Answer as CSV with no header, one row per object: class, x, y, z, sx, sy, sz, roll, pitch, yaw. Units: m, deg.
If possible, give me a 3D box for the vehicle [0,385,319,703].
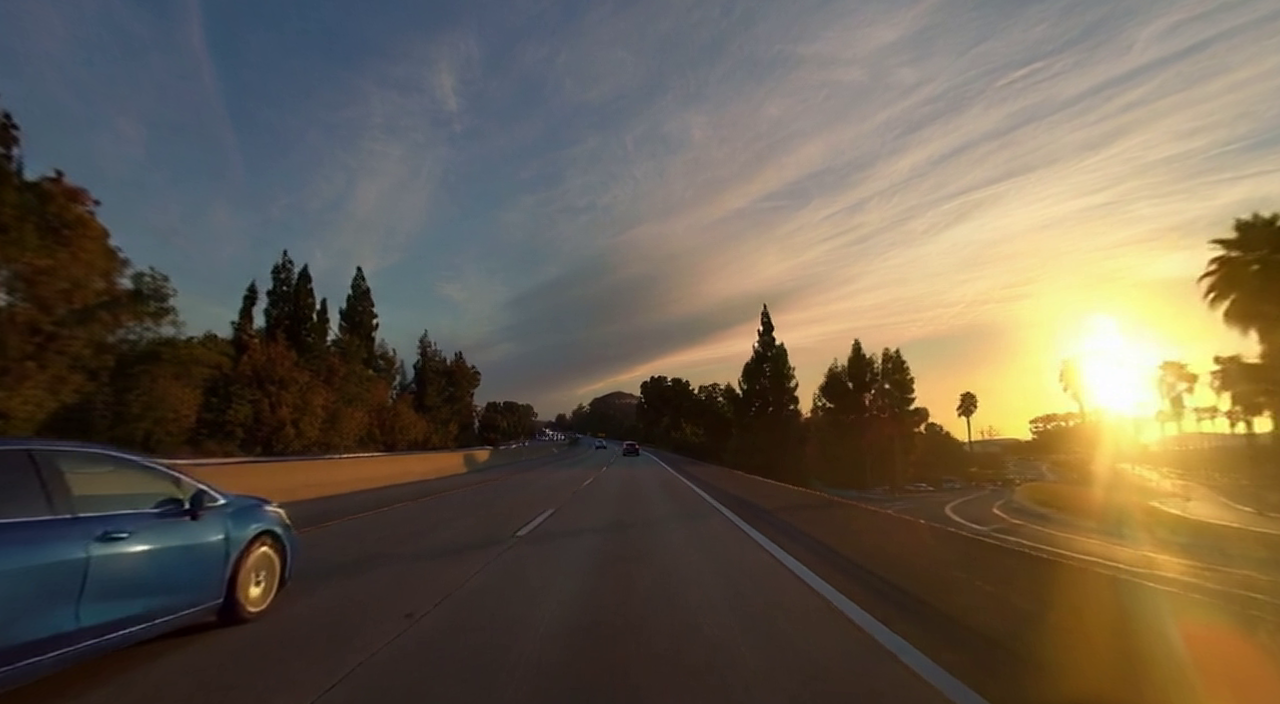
vehicle,-3.836,0.967,2.945,2.092,1.562,4.748,0,-8,1
